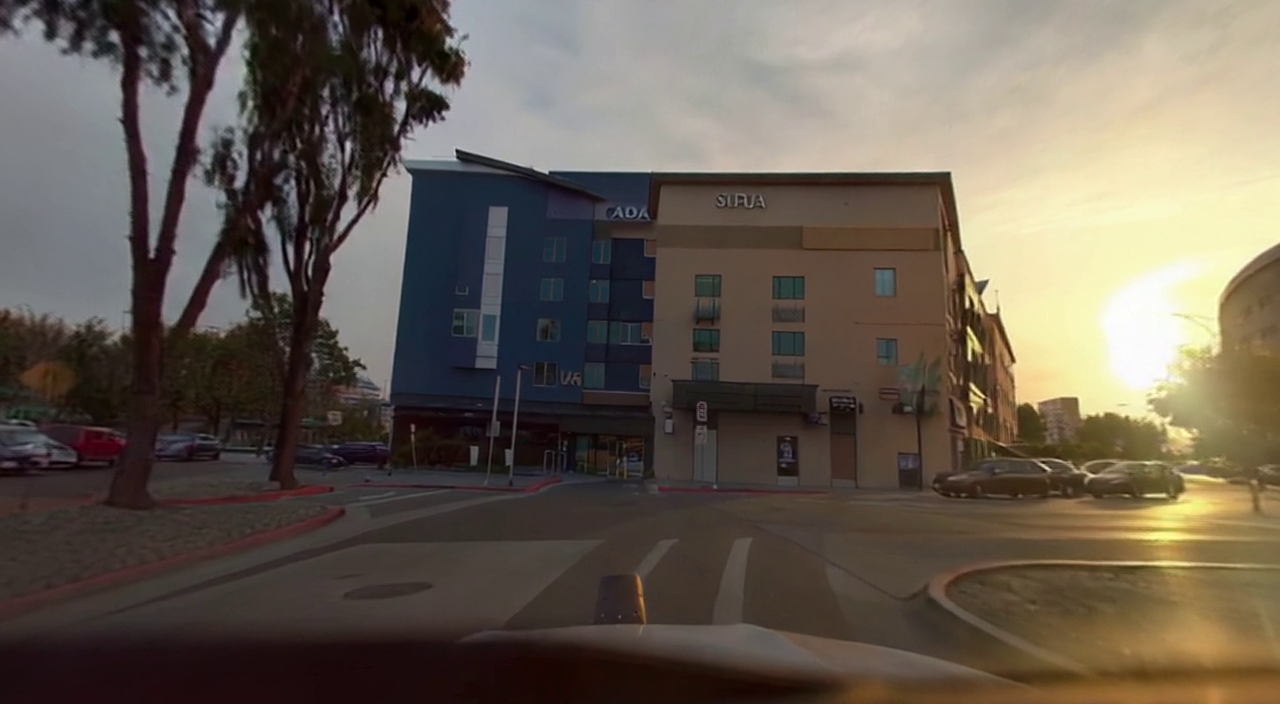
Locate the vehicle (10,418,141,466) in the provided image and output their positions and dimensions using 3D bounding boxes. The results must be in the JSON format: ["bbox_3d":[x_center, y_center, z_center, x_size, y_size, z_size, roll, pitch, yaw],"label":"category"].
[{"bbox_3d":[-22.332,3.664,25.140,1.675,1.587,3.980,-2,-12,-4],"label":"vehicle"}]

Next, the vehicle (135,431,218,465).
[{"bbox_3d":[-25.937,5.345,35.389,1.870,1.563,4.039,-3,-6,-4],"label":"vehicle"}]
